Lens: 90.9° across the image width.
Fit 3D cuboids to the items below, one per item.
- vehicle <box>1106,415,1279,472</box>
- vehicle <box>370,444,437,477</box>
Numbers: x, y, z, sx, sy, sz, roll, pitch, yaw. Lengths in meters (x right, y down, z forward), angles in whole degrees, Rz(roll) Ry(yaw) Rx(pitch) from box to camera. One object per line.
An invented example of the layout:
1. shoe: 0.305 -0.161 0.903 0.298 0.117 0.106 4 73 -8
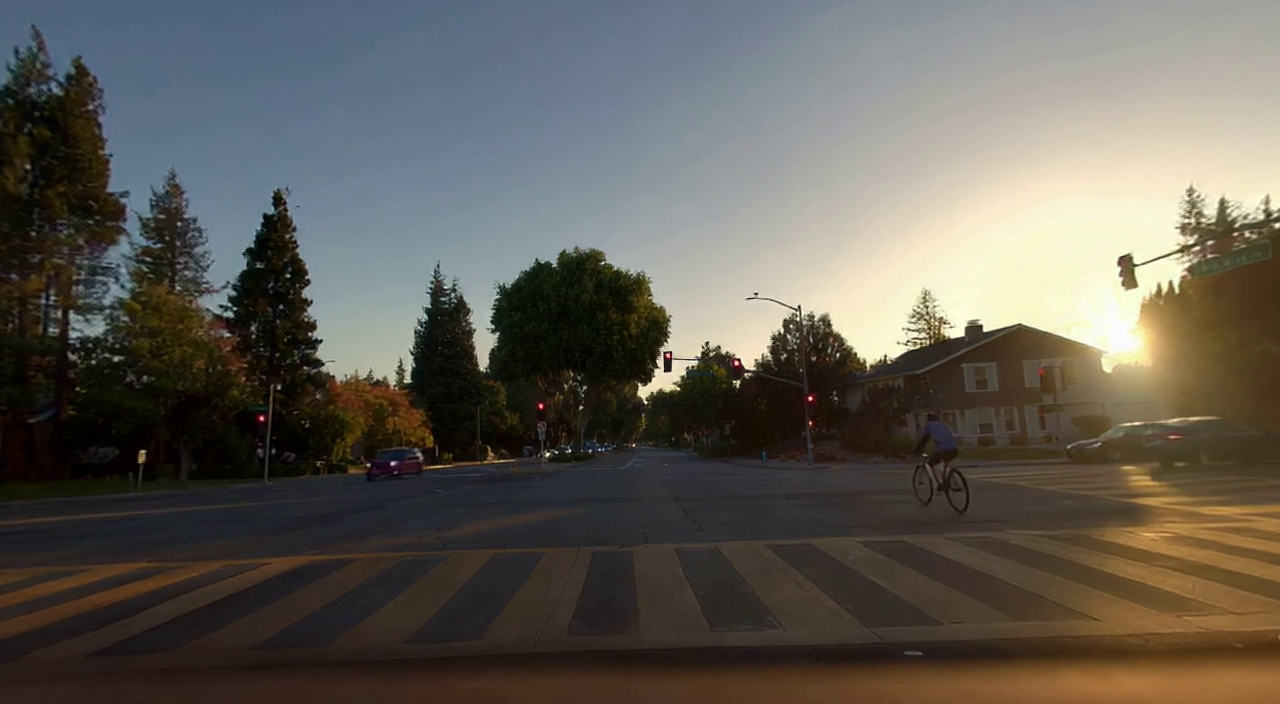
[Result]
1. vehicle: 16.348 2.578 17.737 4.749 1.496 2.017 -1 -9 2
2. vehicle: -13.911 6.383 37.352 2.148 1.753 4.558 0 -9 1
